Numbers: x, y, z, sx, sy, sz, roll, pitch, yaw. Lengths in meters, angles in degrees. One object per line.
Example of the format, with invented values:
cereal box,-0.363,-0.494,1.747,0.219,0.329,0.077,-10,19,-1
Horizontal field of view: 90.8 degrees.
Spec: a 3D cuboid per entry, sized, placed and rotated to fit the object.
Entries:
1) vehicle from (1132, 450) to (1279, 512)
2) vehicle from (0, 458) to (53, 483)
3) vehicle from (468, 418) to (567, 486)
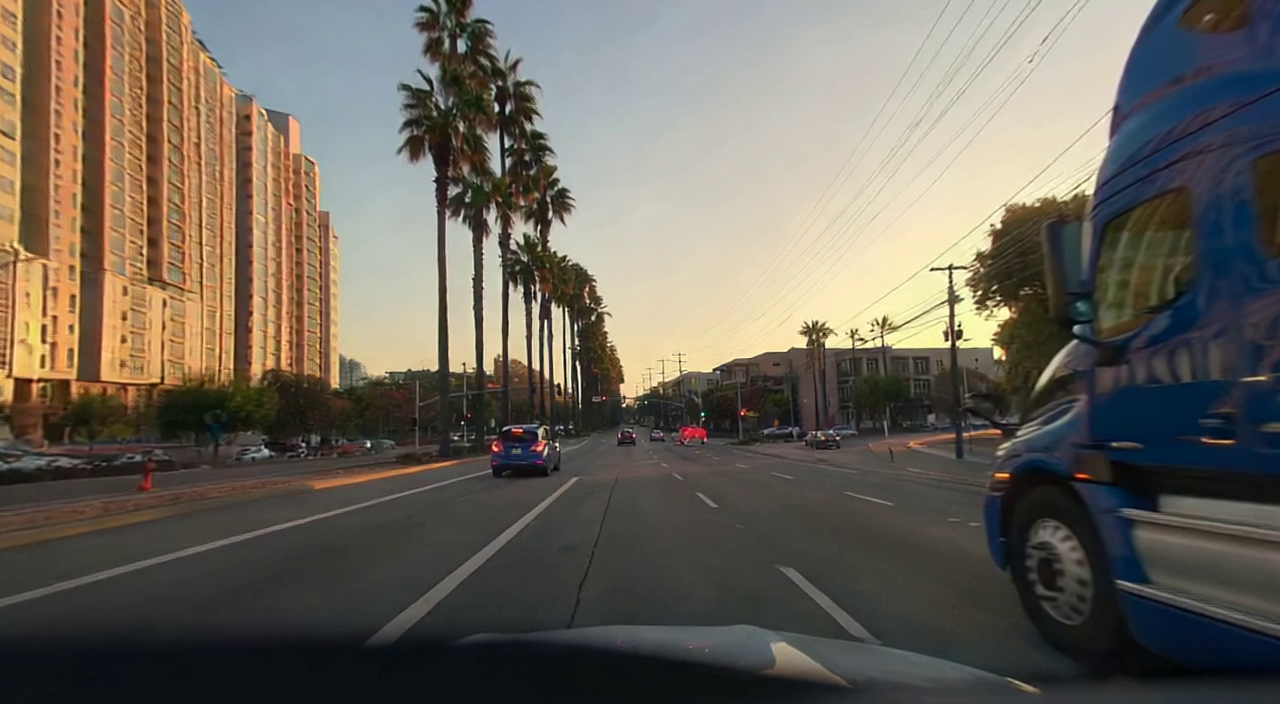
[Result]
vehicle,17.198,3.683,18.580,1.881,1.556,4.215,0,-9,-3
vehicle,-40.757,7.656,41.060,1.768,1.455,4.568,2,-9,-15
vehicle,-3.530,2.997,19.100,2.136,1.779,4.417,0,-9,0
